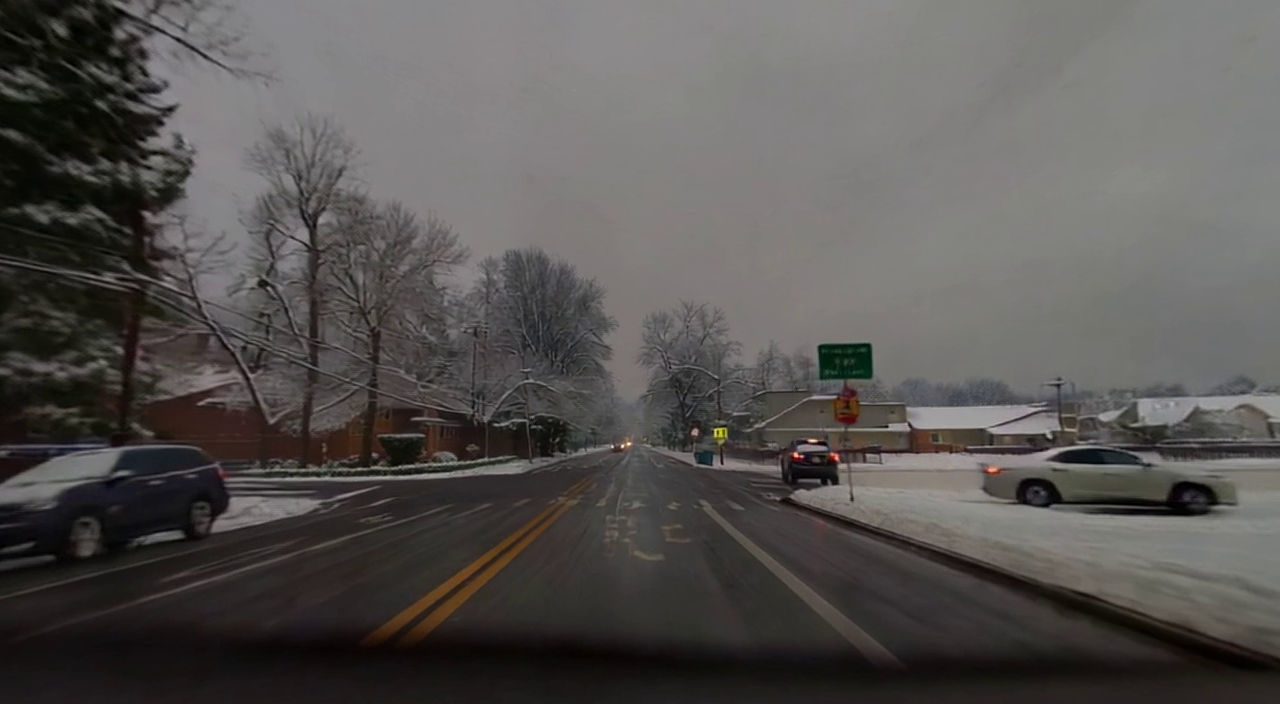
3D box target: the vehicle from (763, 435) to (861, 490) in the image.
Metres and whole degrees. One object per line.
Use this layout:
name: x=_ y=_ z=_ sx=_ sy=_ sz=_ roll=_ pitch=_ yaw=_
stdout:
vehicle: x=5.837 y=3.810 z=22.053 sx=2.096 sy=1.713 sz=4.606 roll=0 pitch=-9 yaw=-1

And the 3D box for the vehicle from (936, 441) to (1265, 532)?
vehicle: x=8.211 y=2.412 z=11.726 sx=4.438 sy=1.466 sz=1.943 roll=-1 pitch=-9 yaw=9

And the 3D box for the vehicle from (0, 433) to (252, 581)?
vehicle: x=-9.387 y=2.425 z=10.930 sx=2.181 sy=1.938 sz=4.931 roll=-2 pitch=-7 yaw=0
